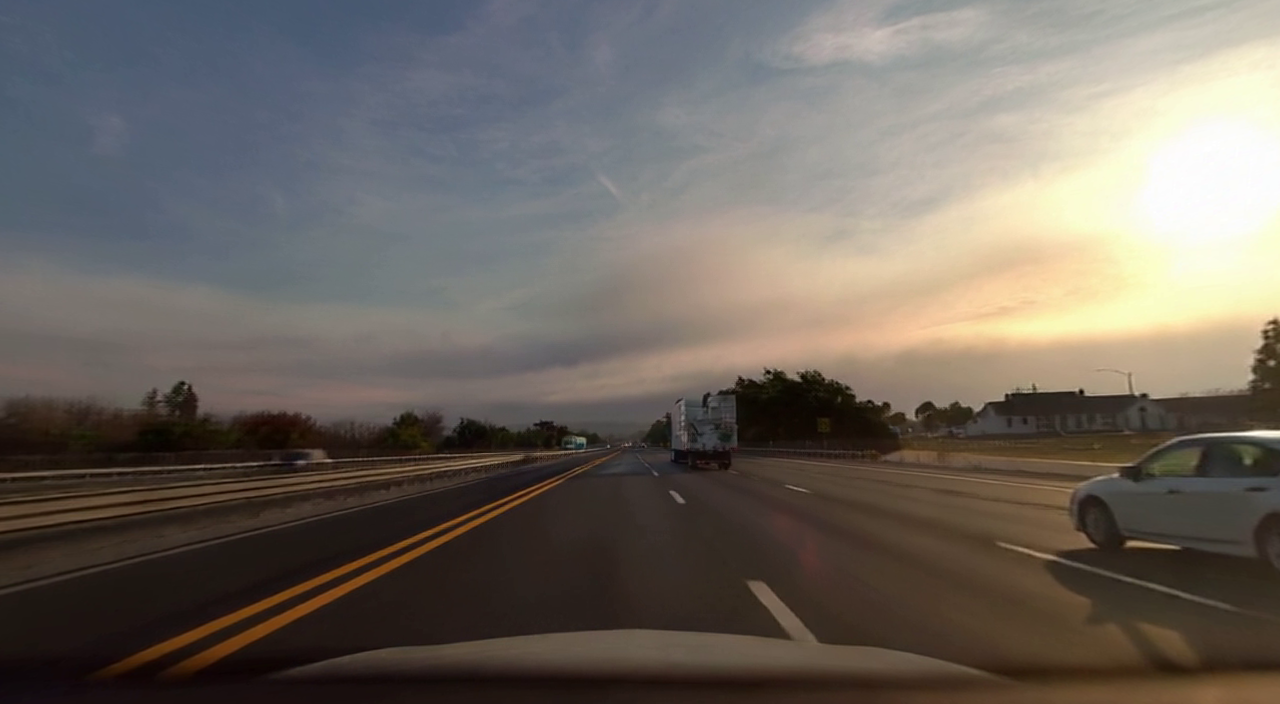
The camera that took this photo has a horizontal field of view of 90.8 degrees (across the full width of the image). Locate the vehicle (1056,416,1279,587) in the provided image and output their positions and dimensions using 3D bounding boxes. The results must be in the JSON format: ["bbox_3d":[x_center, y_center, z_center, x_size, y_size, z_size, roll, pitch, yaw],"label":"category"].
[{"bbox_3d":[6.722,1.390,6.049,2.046,1.509,4.929,0,-8,-1],"label":"vehicle"}]

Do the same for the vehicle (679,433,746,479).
[{"bbox_3d":[3.008,4.442,27.329,2.141,1.785,4.778,0,-8,-2],"label":"vehicle"}]
